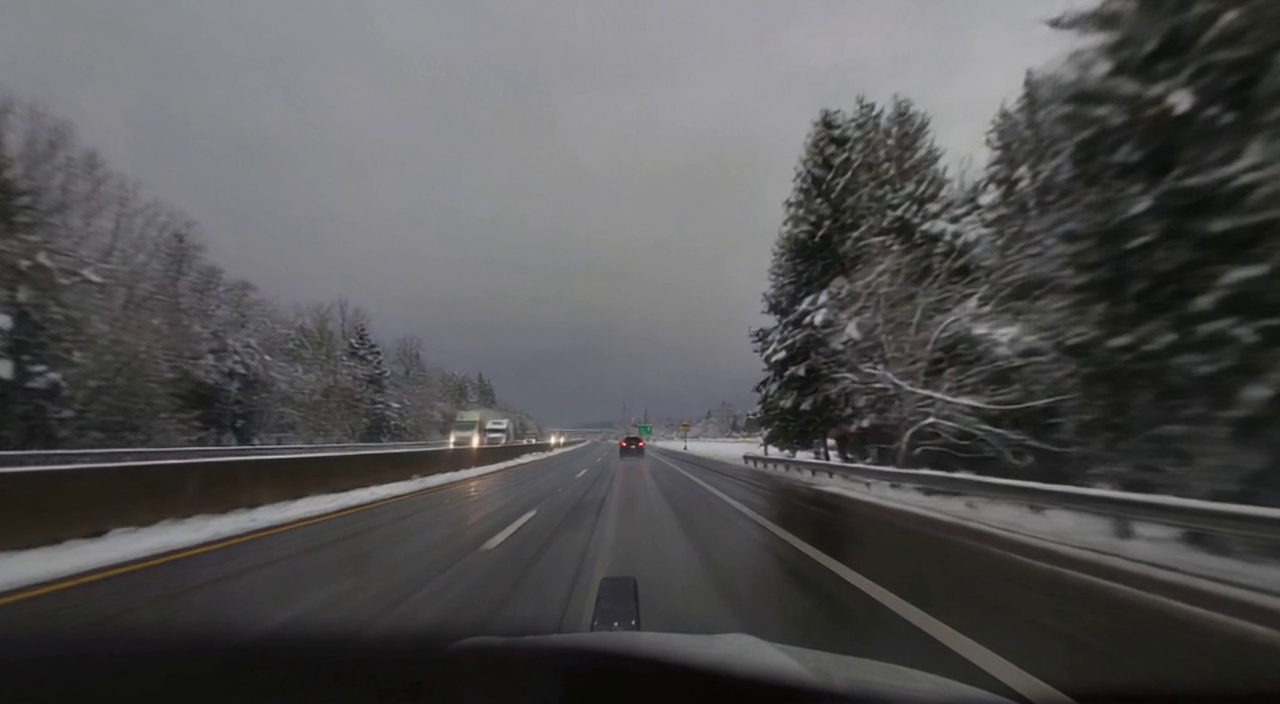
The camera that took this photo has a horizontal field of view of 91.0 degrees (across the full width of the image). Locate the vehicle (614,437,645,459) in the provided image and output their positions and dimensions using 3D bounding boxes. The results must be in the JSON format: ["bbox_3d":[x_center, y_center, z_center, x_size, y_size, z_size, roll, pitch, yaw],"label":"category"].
[{"bbox_3d":[-0.796,7.004,45.843,2.099,1.504,3.843,0,-8,-2],"label":"vehicle"}]
